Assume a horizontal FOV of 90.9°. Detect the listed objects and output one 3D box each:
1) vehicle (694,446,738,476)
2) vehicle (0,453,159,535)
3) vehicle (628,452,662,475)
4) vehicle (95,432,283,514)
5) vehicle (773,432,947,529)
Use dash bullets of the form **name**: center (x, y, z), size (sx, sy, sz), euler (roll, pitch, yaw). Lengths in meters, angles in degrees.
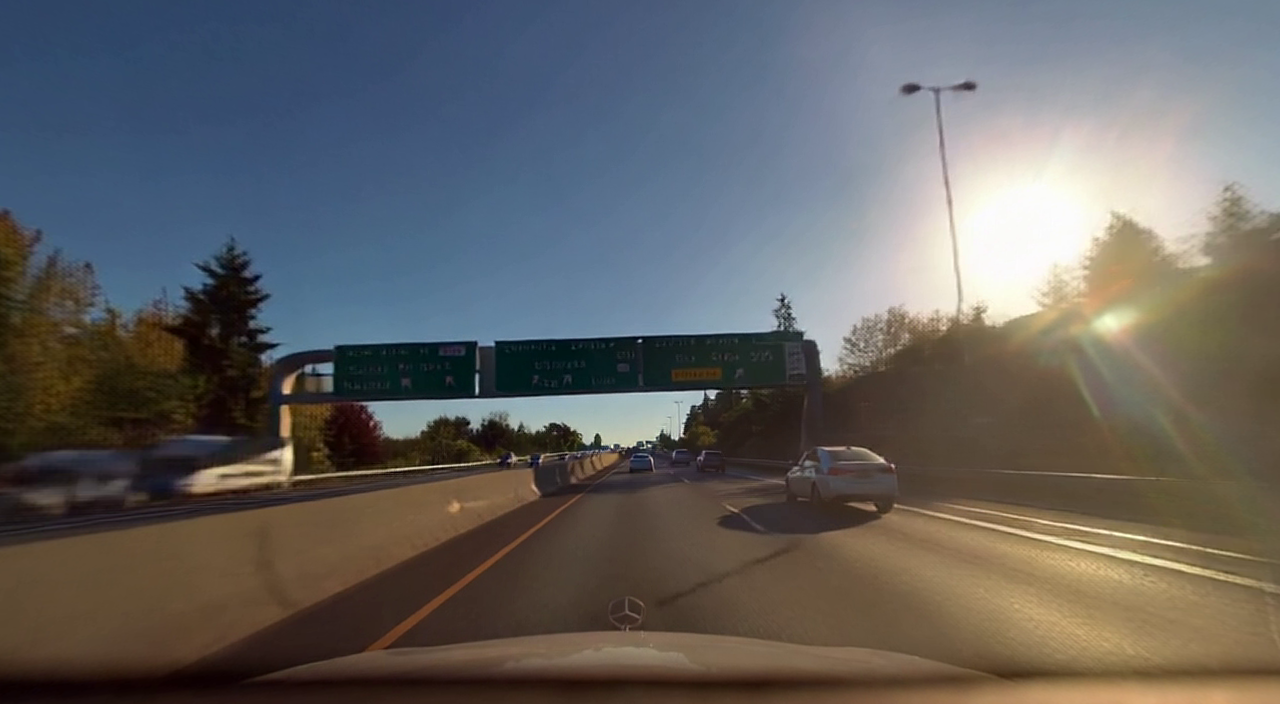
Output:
- **vehicle**: center (4.282, 6.221, 36.177), size (1.935, 1.594, 3.981), euler (0, -9, -1)
- **vehicle**: center (-15.905, 3.673, 16.902), size (2.024, 1.869, 4.992), euler (0, -9, 0)
- **vehicle**: center (0.310, 6.913, 39.274), size (2.012, 1.320, 3.777), euler (0, -9, 1)
- **vehicle**: center (-15.992, 4.305, 22.969), size (2.507, 2.577, 5.744), euler (0, -9, 0)
- **vehicle**: center (4.267, 2.571, 13.127), size (1.969, 1.639, 4.472), euler (0, -9, 0)
